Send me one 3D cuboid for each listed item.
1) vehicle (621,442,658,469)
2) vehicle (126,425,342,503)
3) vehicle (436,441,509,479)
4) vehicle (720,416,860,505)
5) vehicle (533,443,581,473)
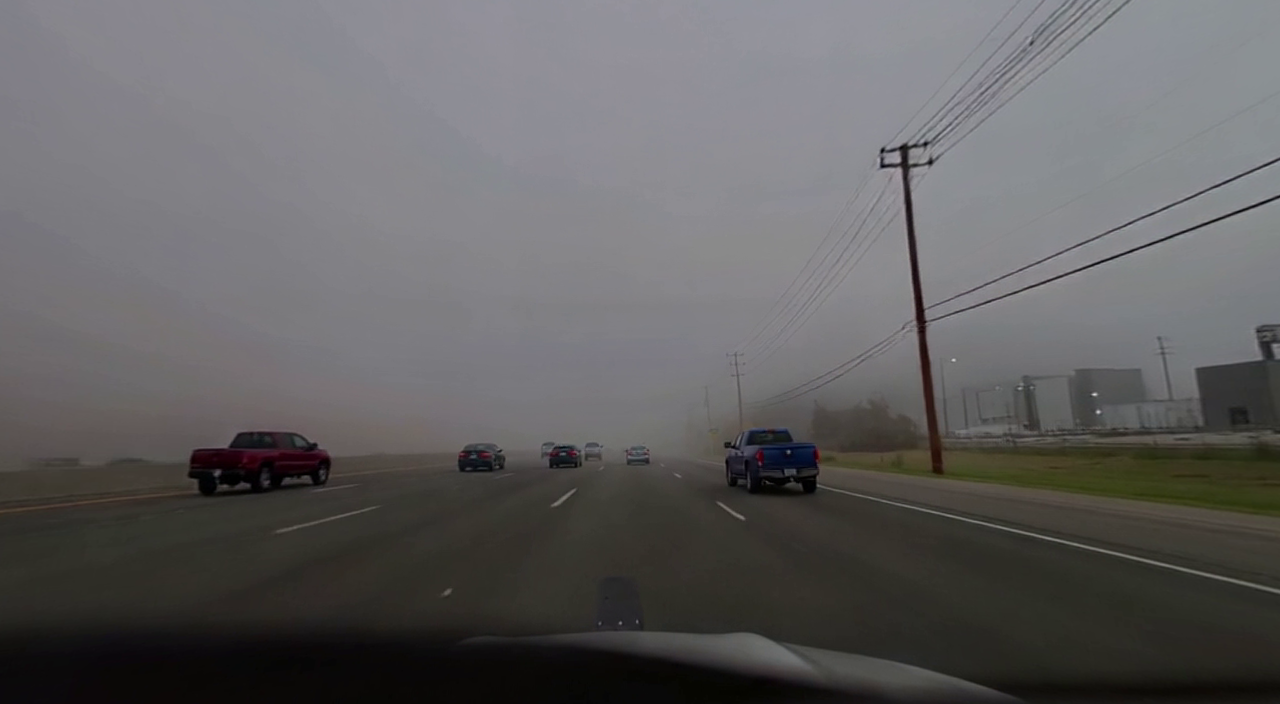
[{"bbox_3d":[-0.059,6.065,37.169,2.030,1.471,4.115,0,-8,-1],"label":"vehicle"},{"bbox_3d":[-11.242,3.147,18.301,2.317,1.881,5.903,0,-8,0],"label":"vehicle"},{"bbox_3d":[-7.281,4.726,28.010,1.959,1.496,4.740,0,-8,0],"label":"vehicle"},{"bbox_3d":[3.617,2.739,16.426,2.231,1.919,5.086,0,-8,-2],"label":"vehicle"},{"bbox_3d":[-4.235,5.468,32.798,1.938,1.444,4.206,0,-8,-1],"label":"vehicle"}]
